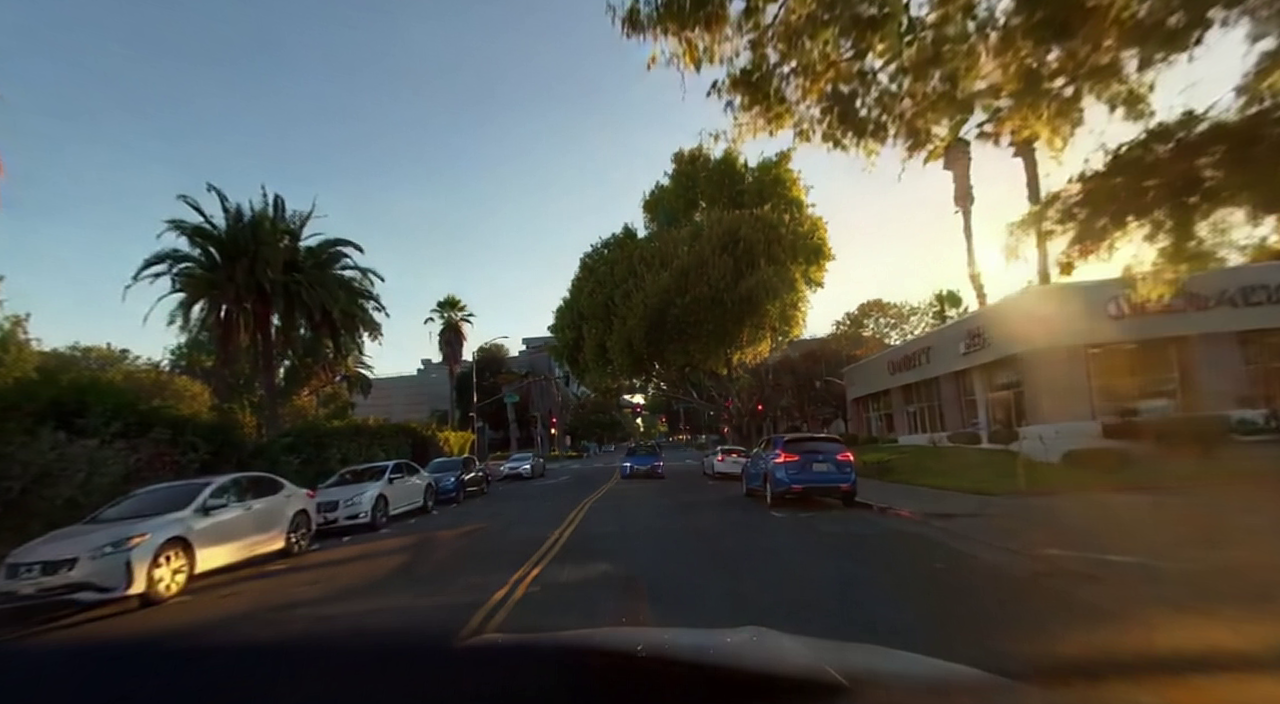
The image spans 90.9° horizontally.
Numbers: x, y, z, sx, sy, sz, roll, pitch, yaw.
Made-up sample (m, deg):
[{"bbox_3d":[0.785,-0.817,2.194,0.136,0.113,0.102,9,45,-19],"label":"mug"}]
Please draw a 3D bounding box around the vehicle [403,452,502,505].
[{"bbox_3d":[-5.995,4.072,20.798,1.850,1.482,4.454,0,-8,1],"label":"vehicle"}]

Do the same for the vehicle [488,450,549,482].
[{"bbox_3d":[-6.085,5.762,32.228,2.105,1.469,4.693,0,-8,1],"label":"vehicle"}]

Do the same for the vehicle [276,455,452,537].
[{"bbox_3d":[-6.067,3.181,14.603,1.874,1.472,4.668,0,-8,1],"label":"vehicle"}]

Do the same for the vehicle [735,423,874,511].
[{"bbox_3d":[3.769,2.743,15.554,2.099,1.786,5.198,0,-8,1],"label":"vehicle"}]

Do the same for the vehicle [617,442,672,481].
[{"bbox_3d":[0.153,4.392,25.583,2.060,1.452,4.078,0,-8,0],"label":"vehicle"}]

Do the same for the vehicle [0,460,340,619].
[{"bbox_3d":[-6.188,2.297,8.679,1.810,1.489,4.336,-1,-8,2],"label":"vehicle"}]

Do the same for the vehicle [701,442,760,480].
[{"bbox_3d":[3.707,4.536,26.582,1.821,1.417,4.454,0,-8,0],"label":"vehicle"}]
